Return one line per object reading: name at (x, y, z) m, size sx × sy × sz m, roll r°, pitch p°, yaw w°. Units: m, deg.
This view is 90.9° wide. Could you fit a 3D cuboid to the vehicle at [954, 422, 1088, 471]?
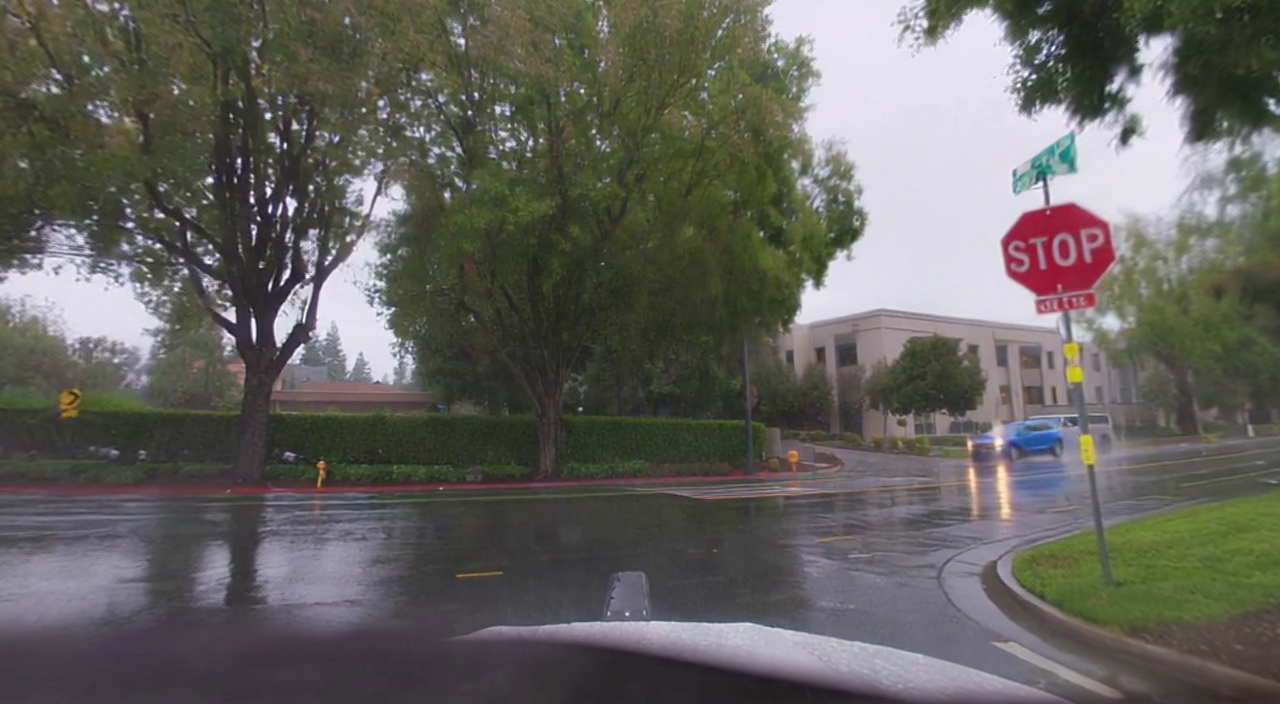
vehicle at (12.953, 3.201, 21.371) m, size 4.473 × 1.474 × 2.108 m, roll 6°, pitch -10°, yaw -34°
